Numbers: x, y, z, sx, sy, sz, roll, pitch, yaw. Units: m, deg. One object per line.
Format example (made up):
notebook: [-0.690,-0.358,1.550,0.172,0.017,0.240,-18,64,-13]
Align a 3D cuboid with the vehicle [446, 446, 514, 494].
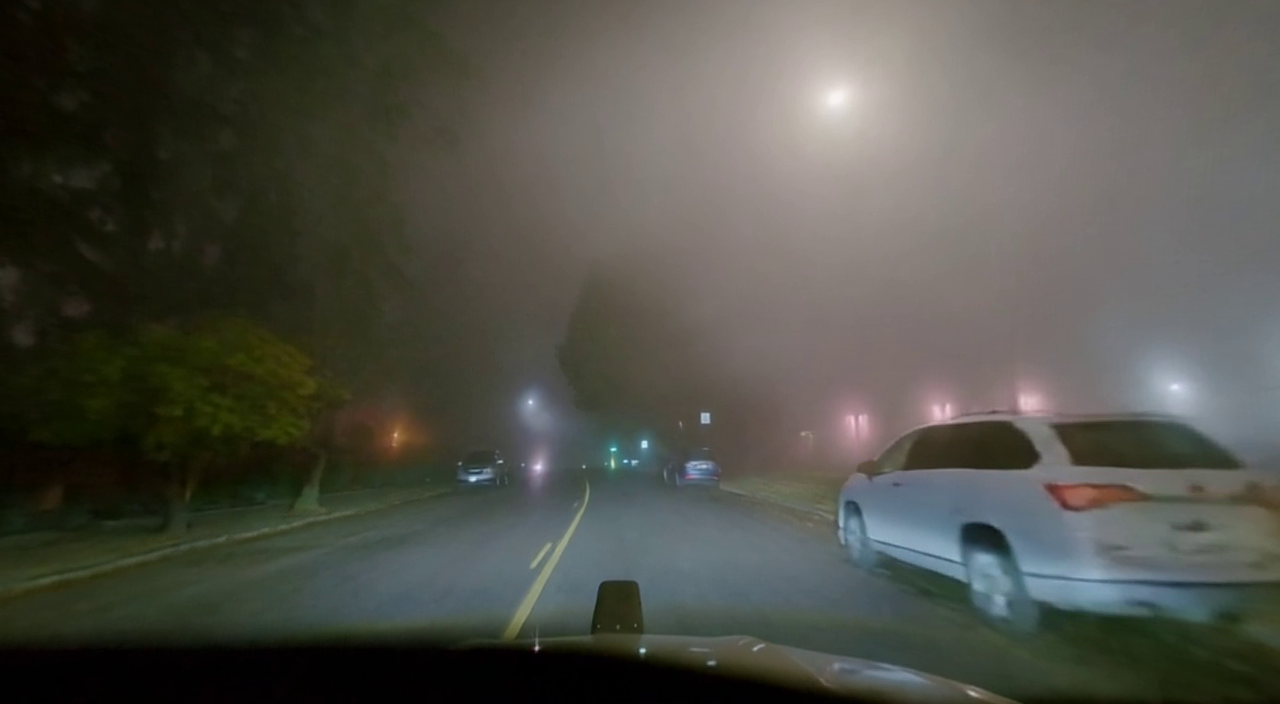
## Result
vehicle: [-6.664,4.915,26.754,2.051,1.575,4.581,-2,-7,-5]

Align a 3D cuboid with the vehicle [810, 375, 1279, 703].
vehicle: [3.330,1.336,5.848,1.990,1.753,4.783,0,-8,-2]

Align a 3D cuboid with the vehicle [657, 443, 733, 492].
vehicle: [2.116,4.613,25.665,2.163,1.742,4.239,1,-8,-8]
